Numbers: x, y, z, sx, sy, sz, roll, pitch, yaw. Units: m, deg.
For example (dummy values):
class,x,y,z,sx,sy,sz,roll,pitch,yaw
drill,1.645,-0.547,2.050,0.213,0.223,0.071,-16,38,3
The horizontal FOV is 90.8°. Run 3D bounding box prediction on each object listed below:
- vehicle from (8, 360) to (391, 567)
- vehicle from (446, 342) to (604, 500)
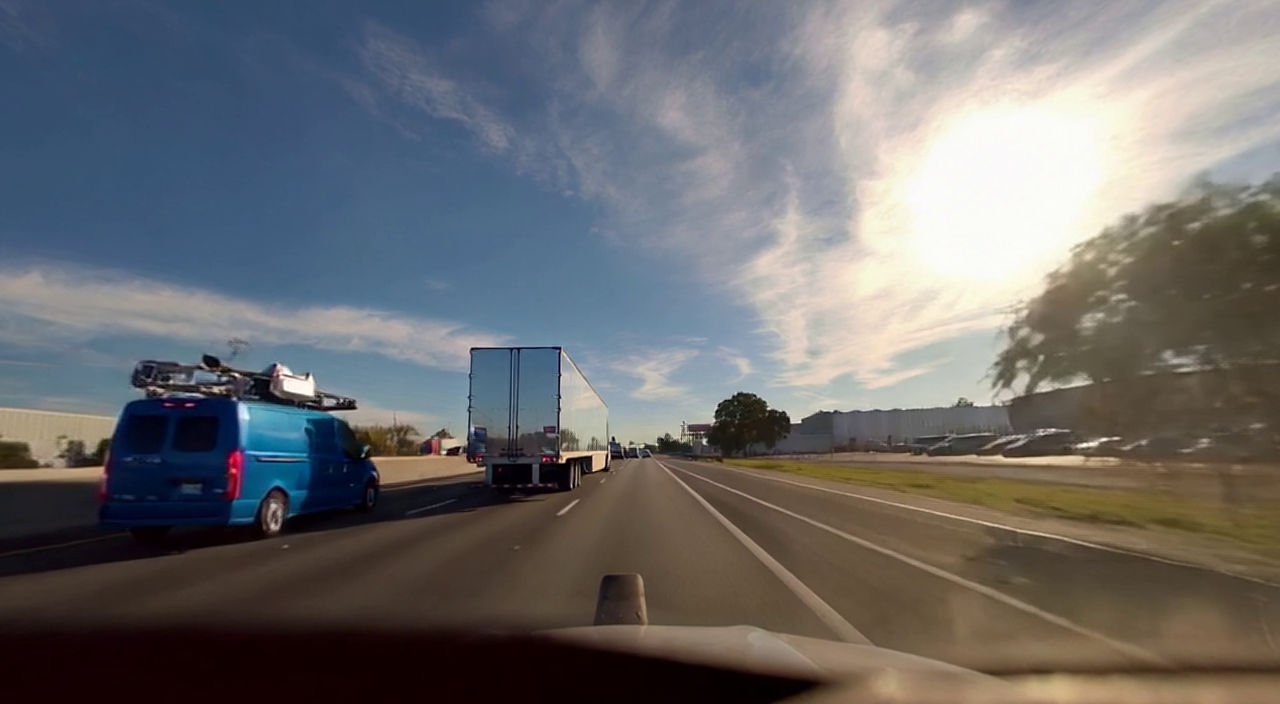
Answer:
class,x,y,z,sx,sy,sz,roll,pitch,yaw
vehicle,-6.905,1.876,11.269,2.385,2.672,6.049,0,-8,0
vehicle,-3.458,2.974,24.677,2.939,4.132,16.303,0,-9,1
